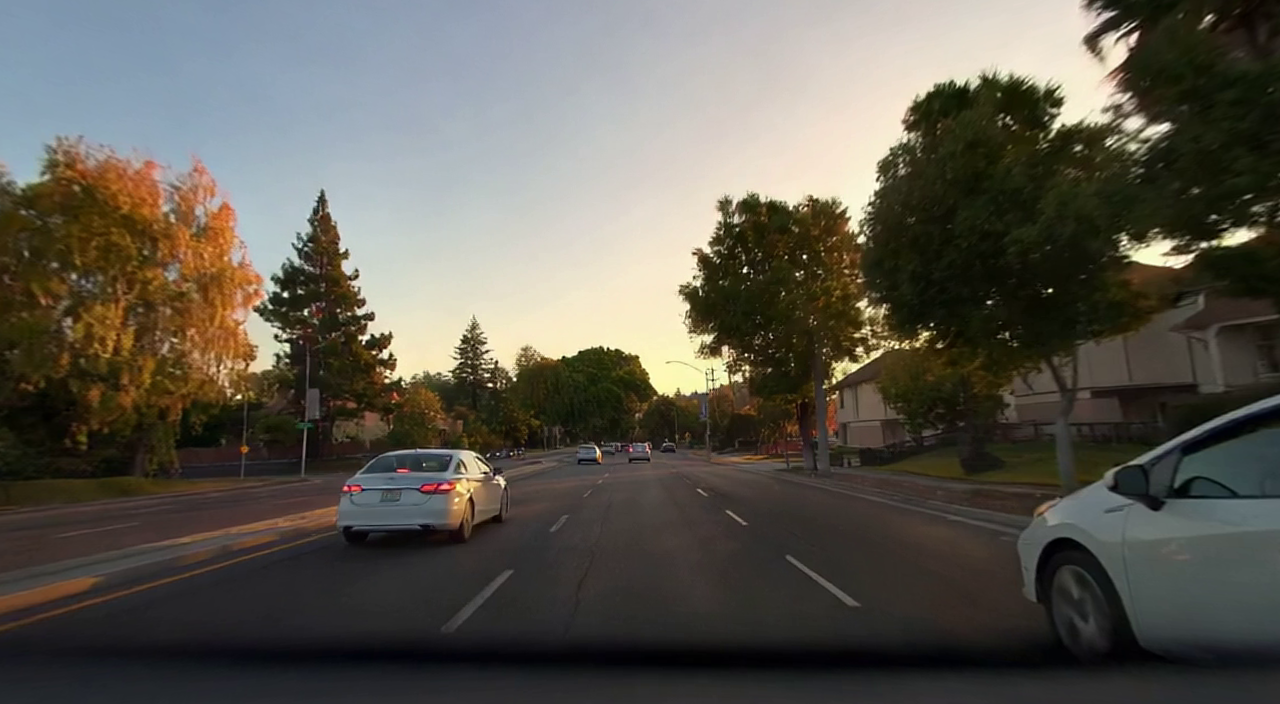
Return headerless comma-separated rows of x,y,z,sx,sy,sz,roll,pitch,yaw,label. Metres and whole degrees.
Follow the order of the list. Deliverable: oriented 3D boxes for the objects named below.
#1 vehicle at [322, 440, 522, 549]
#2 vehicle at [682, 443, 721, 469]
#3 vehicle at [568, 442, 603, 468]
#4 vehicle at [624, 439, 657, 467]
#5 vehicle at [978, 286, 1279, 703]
-3.389,2.270,10.889,1.844,1.451,4.543,0,-8,0,vehicle
3.699,6.278,38.411,1.830,1.451,4.009,0,-8,-2,vehicle
-3.481,6.680,41.265,2.000,1.569,3.794,0,-8,-1,vehicle
-0.044,6.630,41.696,2.043,1.734,4.253,0,-8,-2,vehicle
3.653,0.733,2.725,2.125,1.937,3.924,0,-8,-1,vehicle
